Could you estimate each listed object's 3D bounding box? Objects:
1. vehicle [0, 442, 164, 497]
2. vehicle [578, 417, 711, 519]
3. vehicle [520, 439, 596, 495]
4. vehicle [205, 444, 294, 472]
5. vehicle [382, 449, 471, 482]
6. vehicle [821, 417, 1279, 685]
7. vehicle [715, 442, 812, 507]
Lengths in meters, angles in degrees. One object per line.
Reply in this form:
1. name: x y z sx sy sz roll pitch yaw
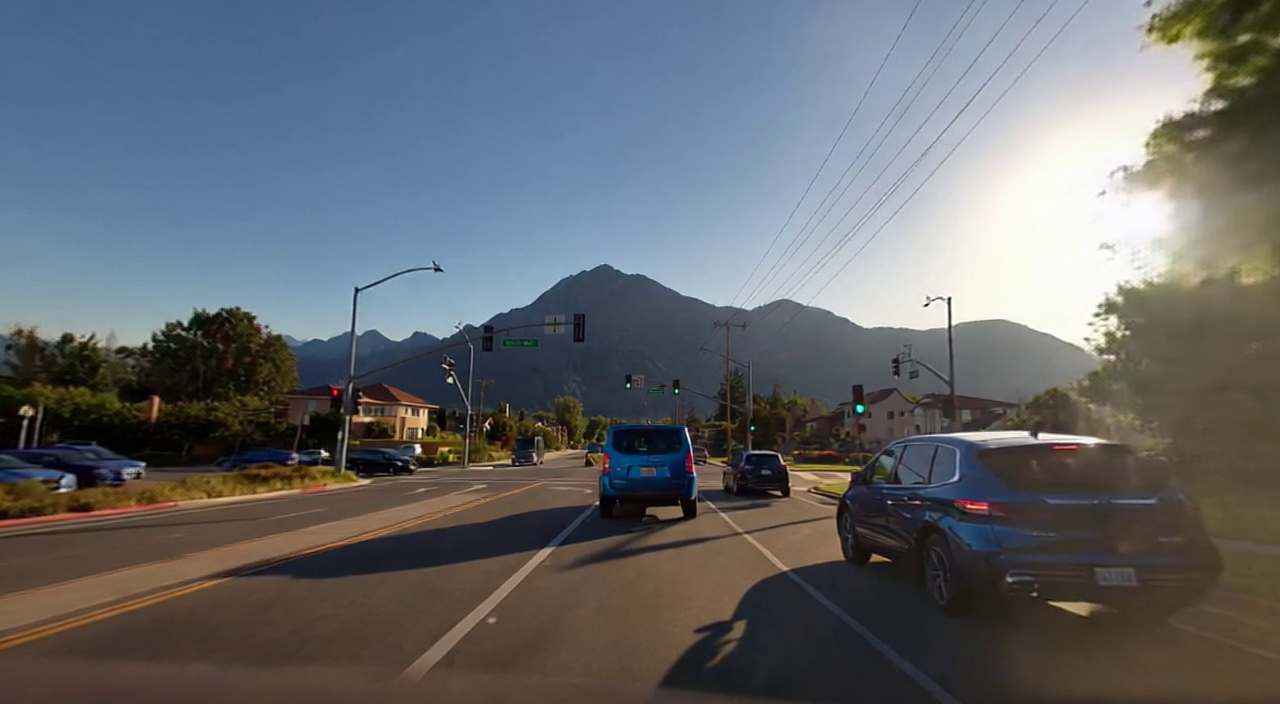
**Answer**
1. vehicle: -20.423 4.277 23.407 1.996 1.809 4.699 1 -8 -5
2. vehicle: 0.100 2.698 15.158 2.636 2.011 5.130 0 -8 0
3. vehicle: -2.790 4.034 22.539 2.059 1.749 4.458 0 -8 1
4. vehicle: -25.192 6.815 40.717 4.428 1.738 1.886 0 -8 0
5. vehicle: -11.088 5.804 32.576 4.644 1.533 2.005 -6 -11 36
6. vehicle: 3.591 1.600 6.374 2.155 1.658 4.721 0 -8 1
7. vehicle: 3.476 3.512 18.581 1.957 1.646 4.355 0 -8 0
